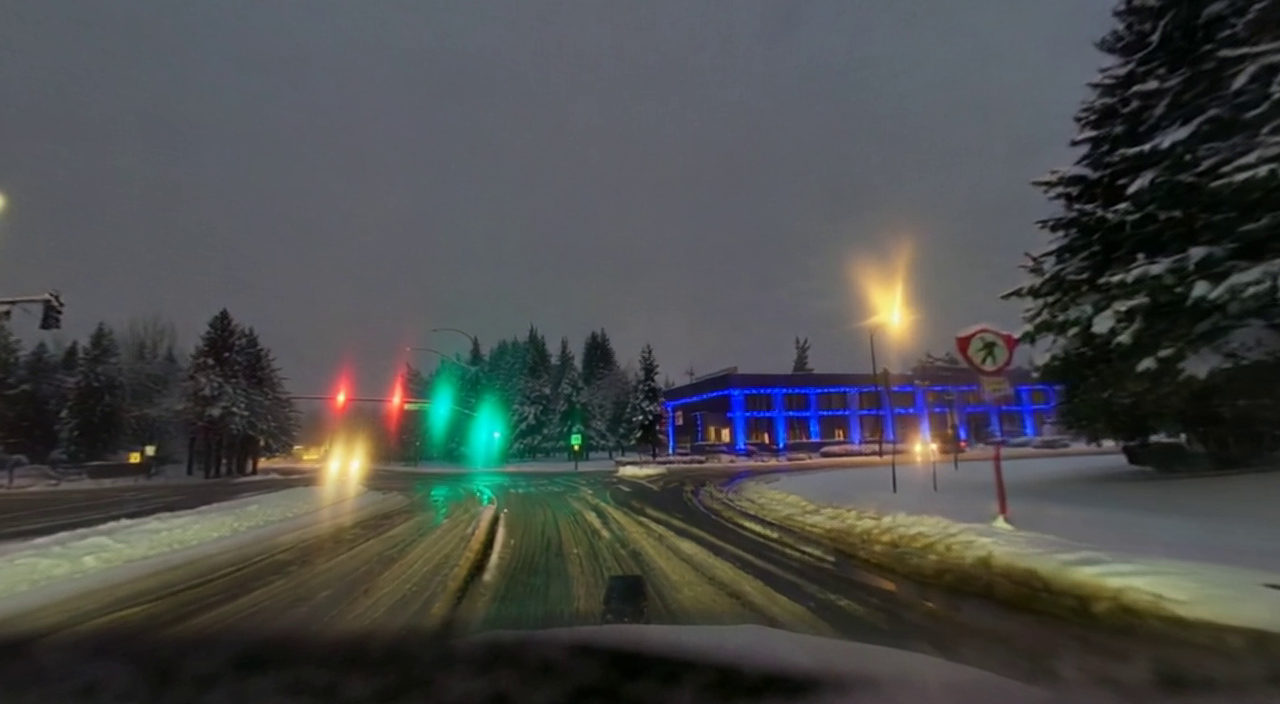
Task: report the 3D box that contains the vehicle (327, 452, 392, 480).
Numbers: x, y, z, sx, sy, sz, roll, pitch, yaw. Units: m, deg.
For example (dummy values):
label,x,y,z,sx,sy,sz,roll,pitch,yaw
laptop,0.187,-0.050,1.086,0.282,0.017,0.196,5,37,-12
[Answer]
label,x,y,z,sx,sy,sz,roll,pitch,yaw
vehicle,-21.054,8.560,47.176,5.570,1.923,2.336,-10,-14,42
